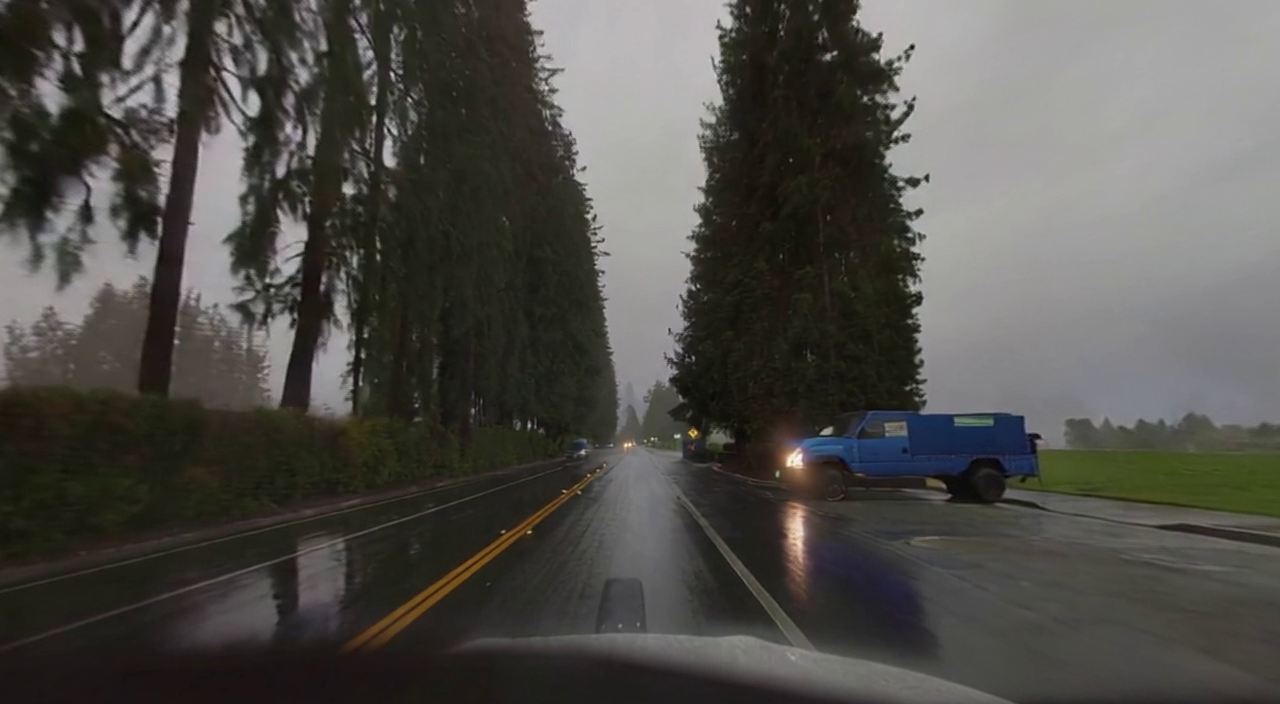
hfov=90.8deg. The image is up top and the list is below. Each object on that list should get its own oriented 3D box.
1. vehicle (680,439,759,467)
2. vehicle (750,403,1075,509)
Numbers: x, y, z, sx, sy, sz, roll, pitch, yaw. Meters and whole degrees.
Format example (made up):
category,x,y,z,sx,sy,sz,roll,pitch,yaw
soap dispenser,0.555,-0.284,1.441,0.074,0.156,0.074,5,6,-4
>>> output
category,x,y,z,sx,sy,sz,roll,pitch,yaw
vehicle,5.124,6.571,41.162,4.791,1.706,1.963,1,-8,-5
vehicle,6.316,2.495,15.460,6.645,2.298,2.763,0,-8,-3
